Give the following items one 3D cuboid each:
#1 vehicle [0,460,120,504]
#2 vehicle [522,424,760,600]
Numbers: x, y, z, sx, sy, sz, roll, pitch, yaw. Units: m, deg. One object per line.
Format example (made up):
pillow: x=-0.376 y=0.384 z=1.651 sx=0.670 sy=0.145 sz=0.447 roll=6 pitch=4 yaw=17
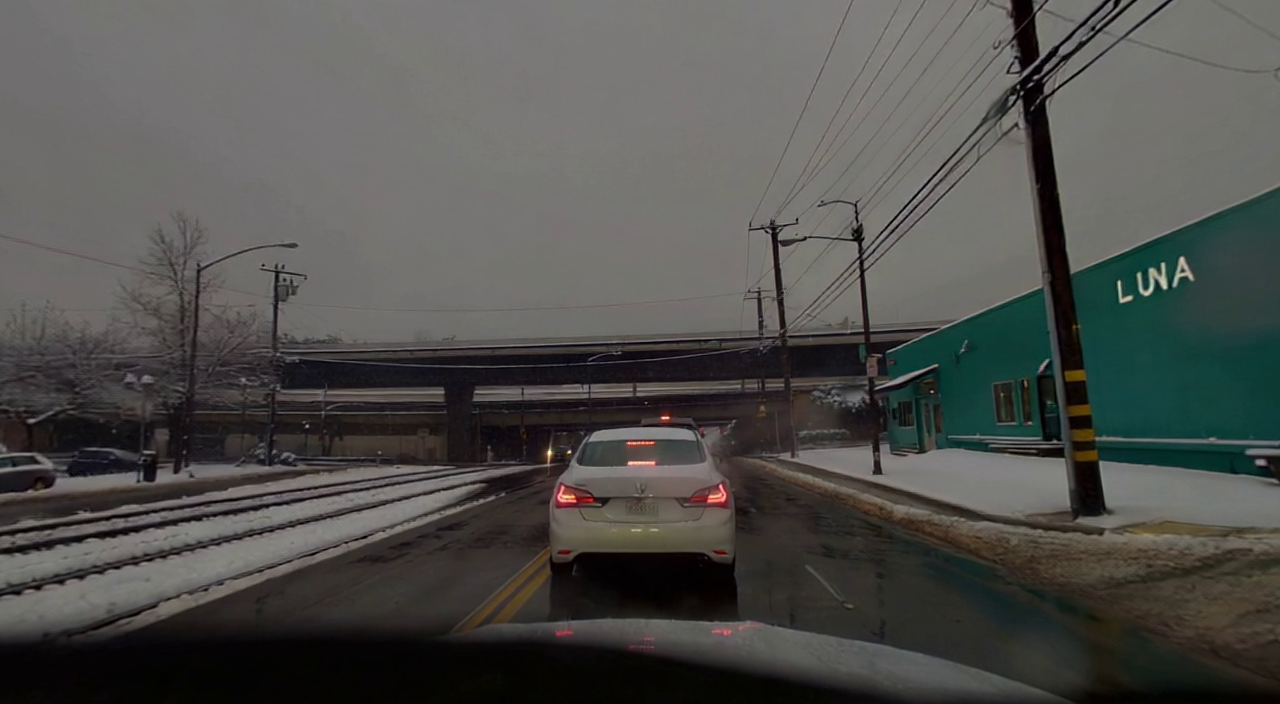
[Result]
vehicle: x=-21.937 y=4.675 z=22.841 sx=4.566 sy=1.453 sz=1.935 roll=-1 pitch=-9 yaw=5
vehicle: x=0.094 y=1.710 z=7.619 sx=2.090 sy=1.518 sz=4.033 roll=-1 pitch=-9 yaw=3
